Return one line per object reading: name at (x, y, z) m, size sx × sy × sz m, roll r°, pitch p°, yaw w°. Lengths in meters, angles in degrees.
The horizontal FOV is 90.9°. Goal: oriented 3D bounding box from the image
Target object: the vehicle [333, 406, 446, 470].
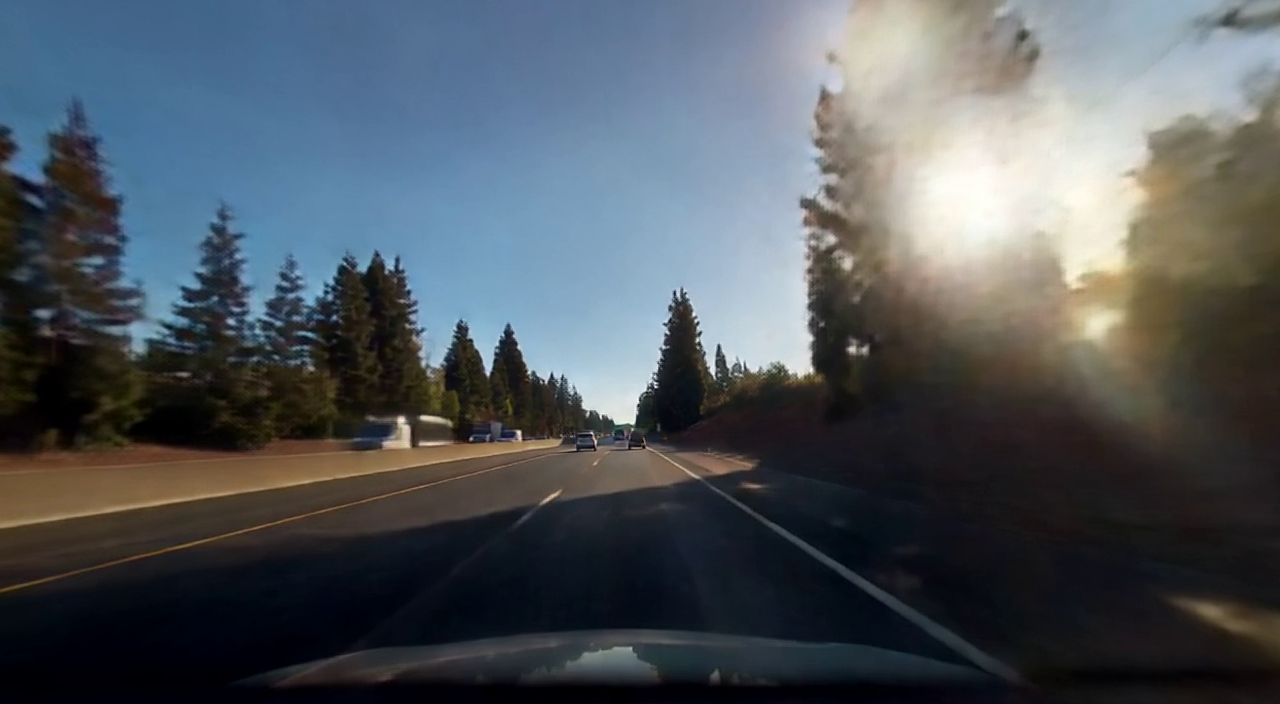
vehicle at (-12.731, 4.483, 32.863) m, size 2.811 × 2.963 × 7.409 m, roll 0°, pitch -8°, yaw 0°
